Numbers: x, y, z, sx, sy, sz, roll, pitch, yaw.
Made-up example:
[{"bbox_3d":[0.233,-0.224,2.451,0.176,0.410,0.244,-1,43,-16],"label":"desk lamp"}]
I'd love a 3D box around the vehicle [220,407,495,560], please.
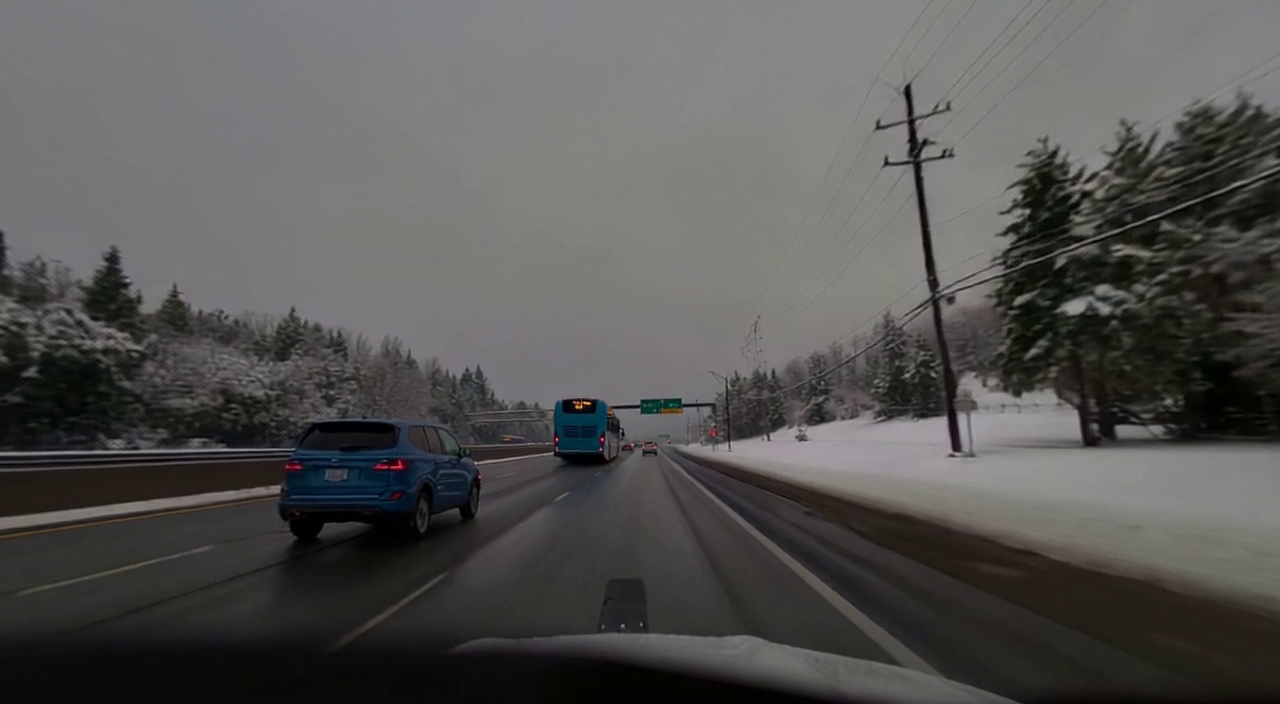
[{"bbox_3d":[-3.716,1.812,9.363,2.021,1.730,4.223,0,-8,1],"label":"vehicle"}]

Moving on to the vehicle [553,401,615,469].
[{"bbox_3d":[-3.312,5.393,40.515,2.964,3.735,11.465,0,-8,0],"label":"vehicle"}]
